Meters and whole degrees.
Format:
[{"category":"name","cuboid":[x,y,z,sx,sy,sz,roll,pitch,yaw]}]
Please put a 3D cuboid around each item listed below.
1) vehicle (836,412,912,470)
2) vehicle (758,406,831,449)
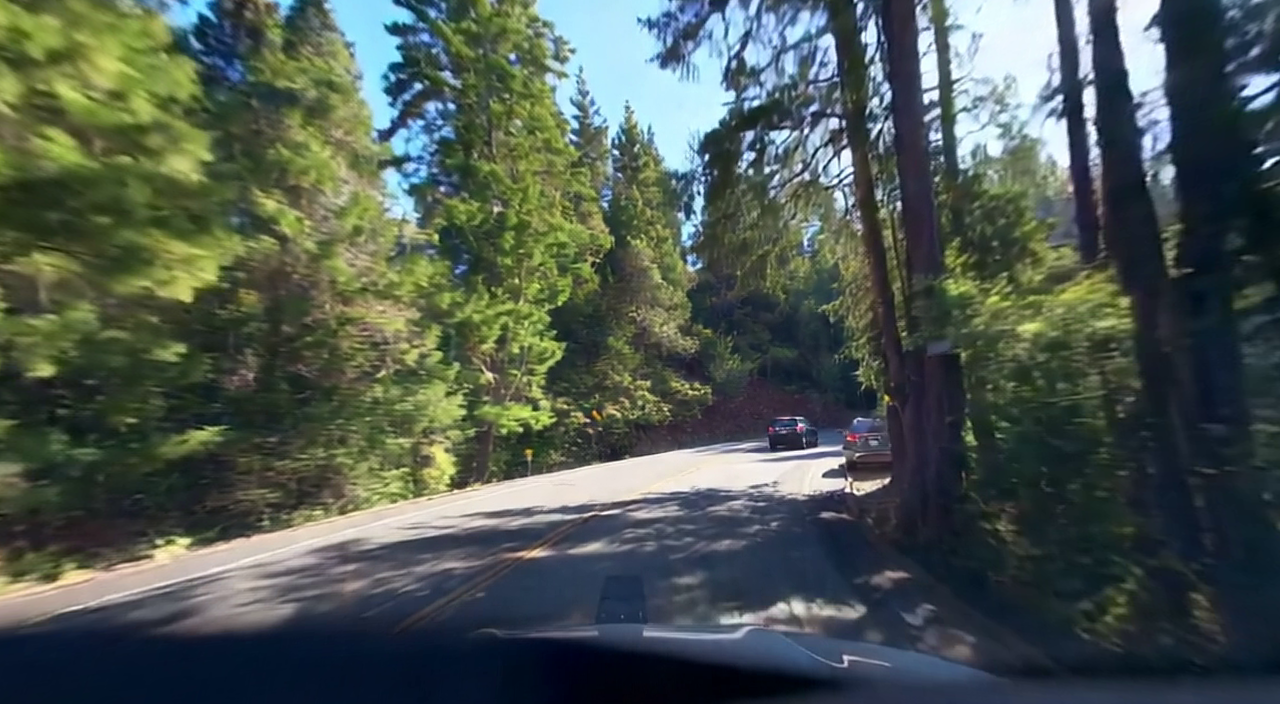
[{"category":"vehicle","cuboid":[8.295,3.147,22.237,2.172,1.773,4.601,-4,-9,22]},{"category":"vehicle","cuboid":[7.914,3.813,31.868,2.469,1.953,5.605,-4,-8,24]}]
